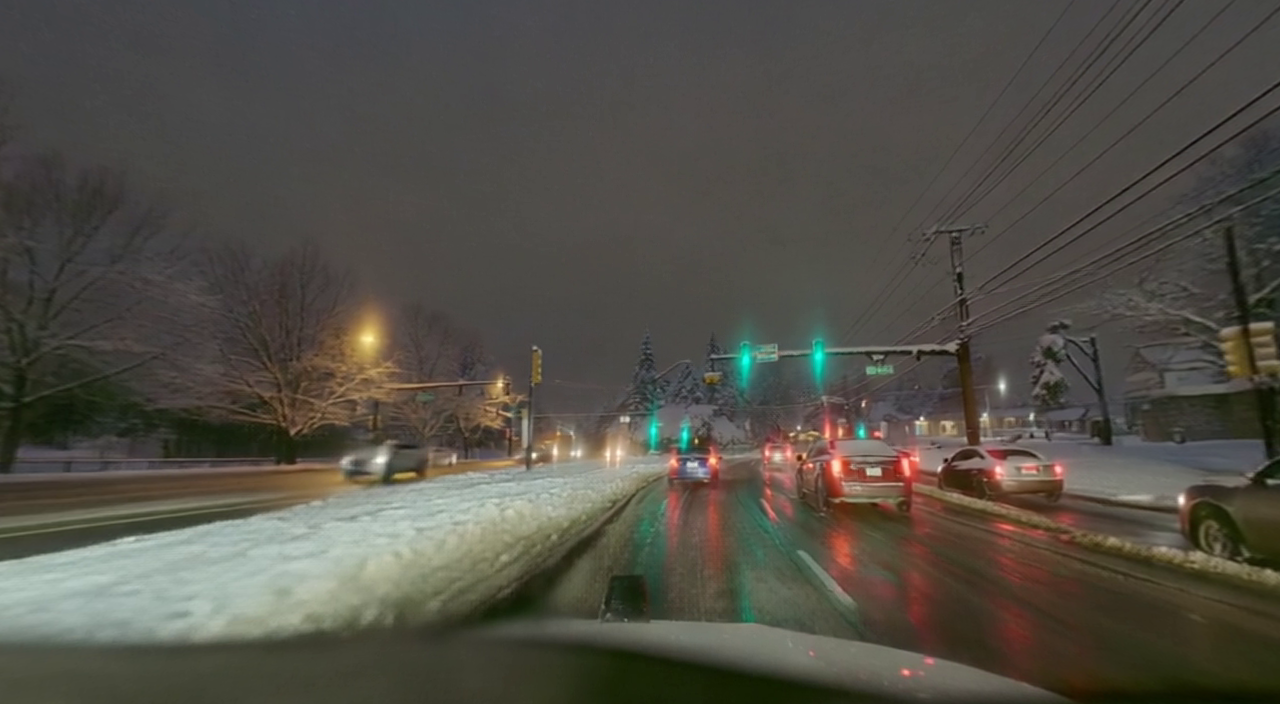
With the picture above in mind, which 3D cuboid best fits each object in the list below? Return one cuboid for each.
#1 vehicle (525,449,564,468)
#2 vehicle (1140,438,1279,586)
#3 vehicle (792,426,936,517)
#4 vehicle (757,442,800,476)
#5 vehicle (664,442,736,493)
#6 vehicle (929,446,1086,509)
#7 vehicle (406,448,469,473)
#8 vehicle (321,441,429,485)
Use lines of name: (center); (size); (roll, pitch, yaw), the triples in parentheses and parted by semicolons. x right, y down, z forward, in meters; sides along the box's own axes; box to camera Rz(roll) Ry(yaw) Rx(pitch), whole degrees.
vehicle: (-7.371, 8.305, 49.277); (1.779, 1.388, 4.210); (-1, -9, 9)
vehicle: (7.346, 1.527, 5.822); (1.866, 1.471, 4.478); (0, -9, 2)
vehicle: (5.158, 2.804, 15.354); (2.119, 1.810, 4.848); (-1, -9, 5)
vehicle: (7.138, 5.515, 32.804); (1.896, 1.612, 4.203); (-1, -9, 9)
vehicle: (2.111, 3.827, 21.292); (2.168, 1.527, 4.174); (-1, -9, 8)
vehicle: (9.786, 3.315, 17.282); (1.882, 1.463, 4.543); (-1, -9, 5)
vehicle: (-12.922, 6.931, 40.622); (1.905, 1.469, 4.825); (-1, -9, 8)
vehicle: (-11.181, 4.710, 27.074); (2.057, 1.705, 4.754); (-1, -9, 8)
